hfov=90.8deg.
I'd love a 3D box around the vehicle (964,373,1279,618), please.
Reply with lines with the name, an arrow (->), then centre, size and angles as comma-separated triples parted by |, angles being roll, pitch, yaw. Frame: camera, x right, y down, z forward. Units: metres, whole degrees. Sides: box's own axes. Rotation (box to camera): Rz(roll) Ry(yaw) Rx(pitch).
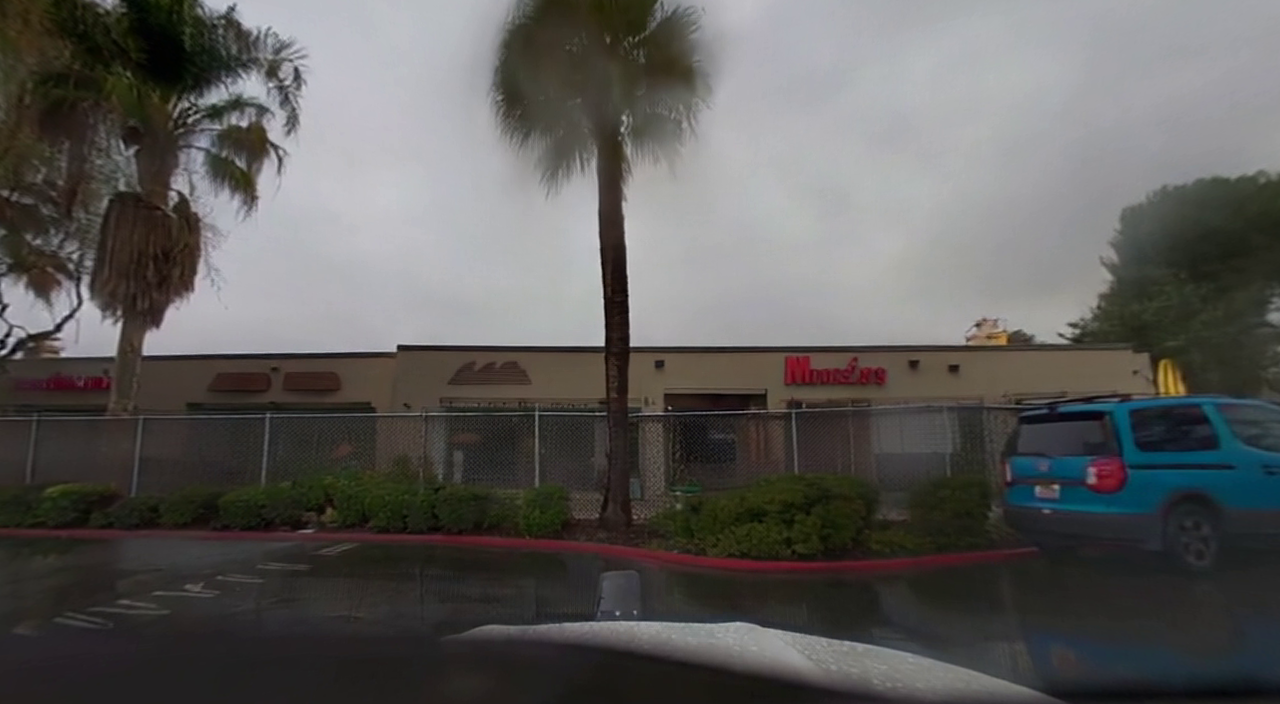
vehicle -> 5.866, 1.248, 6.426 | 4.365, 1.791, 2.073 | 2, -7, -20
